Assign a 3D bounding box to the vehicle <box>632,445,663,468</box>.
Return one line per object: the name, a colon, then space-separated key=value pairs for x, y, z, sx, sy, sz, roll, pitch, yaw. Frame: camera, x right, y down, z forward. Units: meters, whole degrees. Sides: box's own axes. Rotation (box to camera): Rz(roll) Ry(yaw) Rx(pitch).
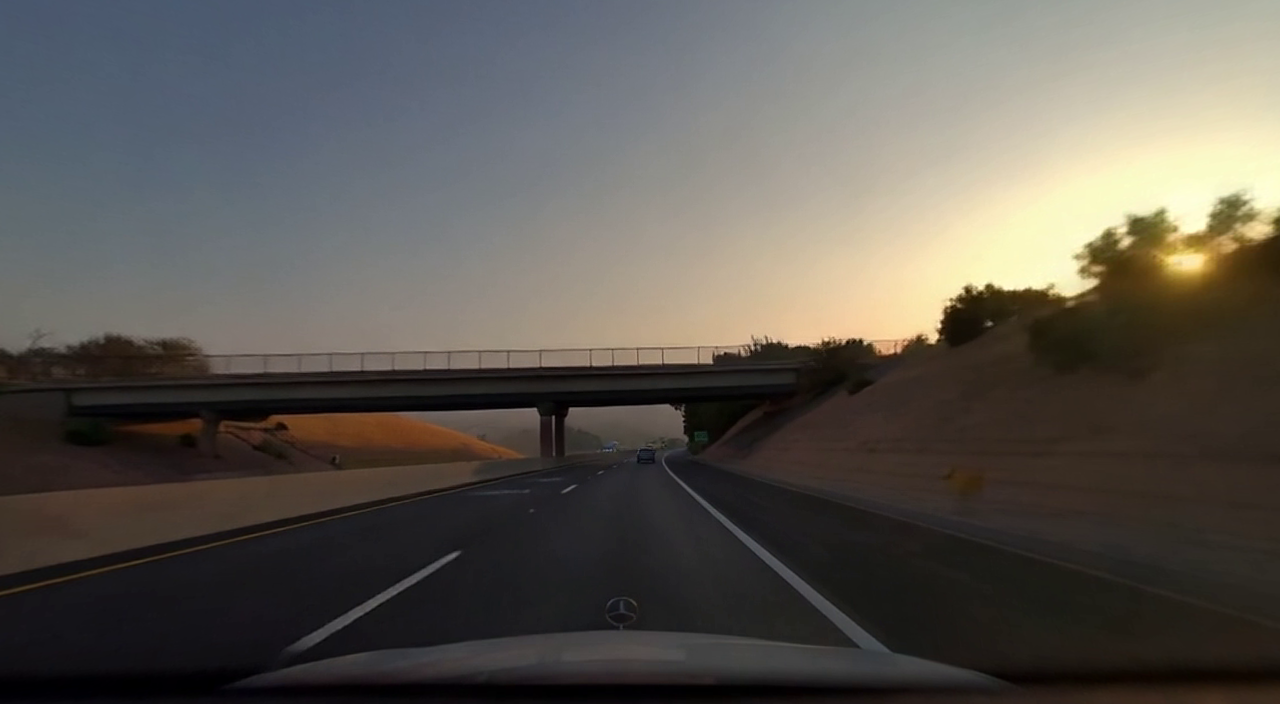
vehicle: x=0.598 y=7.837 z=47.526 sx=2.221 sy=1.603 sz=4.149 roll=0 pitch=-9 yaw=1
